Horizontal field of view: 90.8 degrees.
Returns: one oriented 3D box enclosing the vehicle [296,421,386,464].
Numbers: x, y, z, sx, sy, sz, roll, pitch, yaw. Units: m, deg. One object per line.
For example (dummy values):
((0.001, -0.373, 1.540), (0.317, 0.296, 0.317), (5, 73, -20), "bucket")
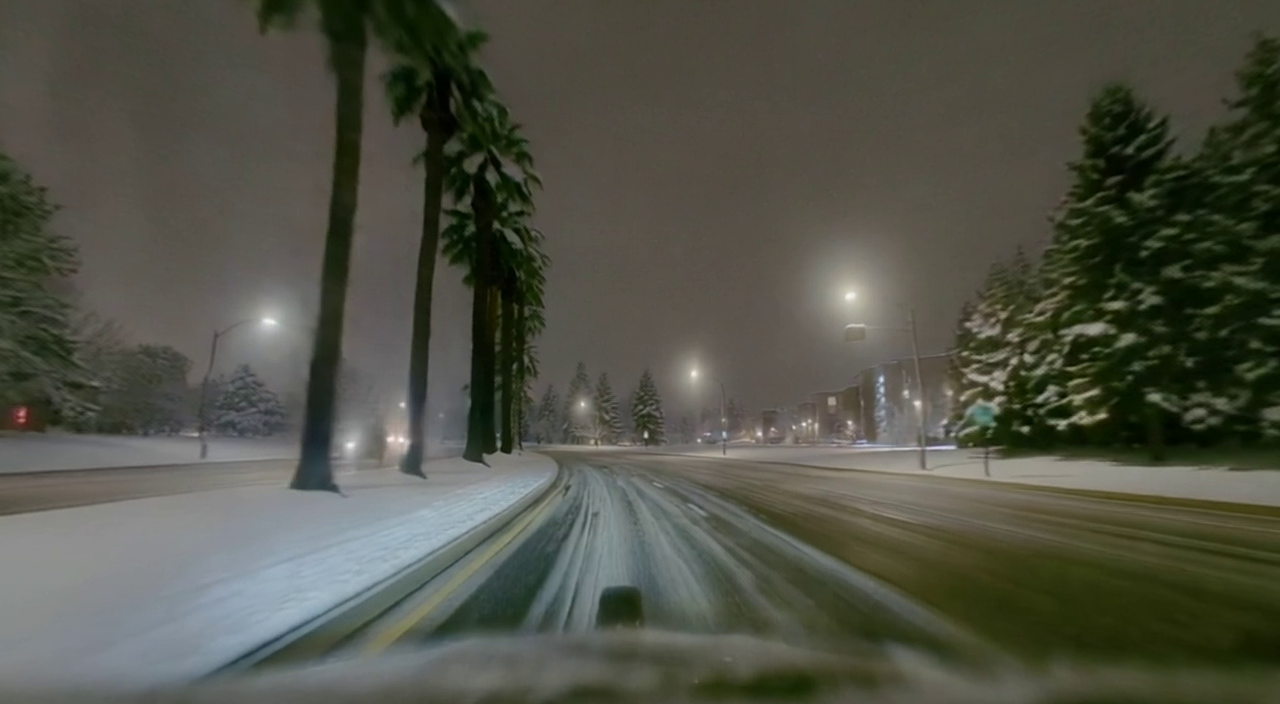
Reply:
((-13.491, 4.167, 28.919), (2.111, 1.793, 4.783), (0, -9, -5), "vehicle")
